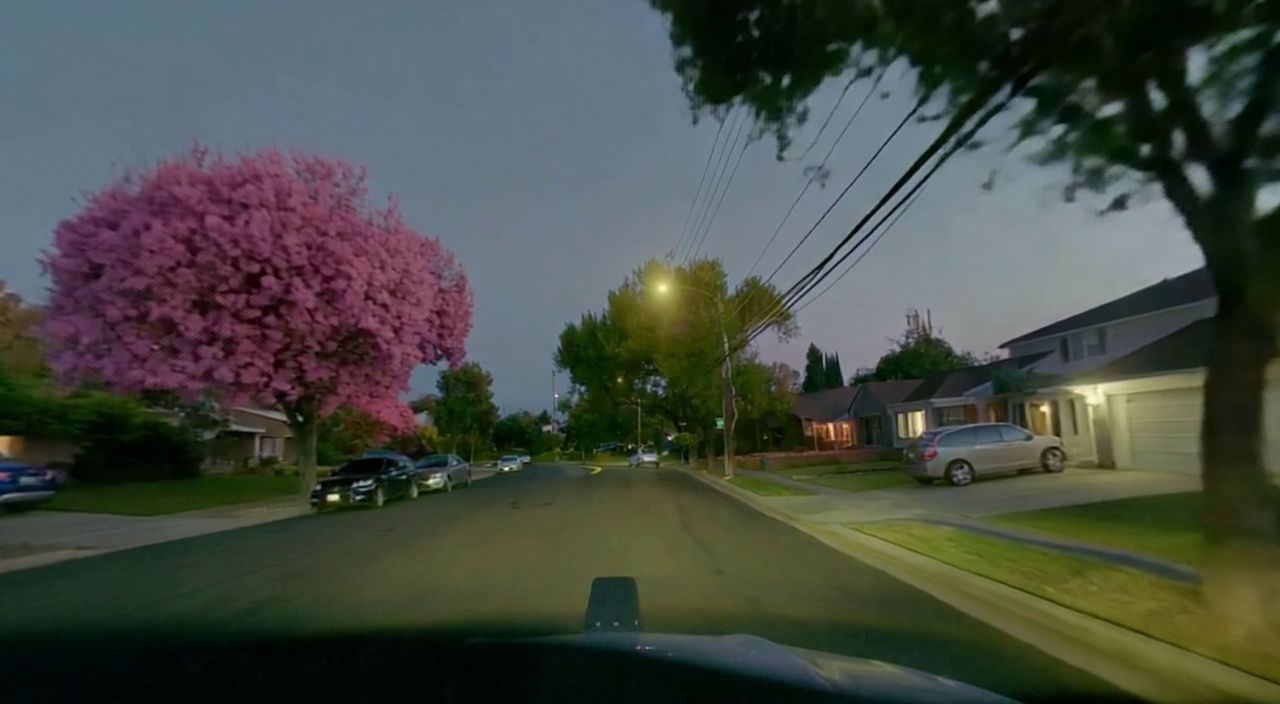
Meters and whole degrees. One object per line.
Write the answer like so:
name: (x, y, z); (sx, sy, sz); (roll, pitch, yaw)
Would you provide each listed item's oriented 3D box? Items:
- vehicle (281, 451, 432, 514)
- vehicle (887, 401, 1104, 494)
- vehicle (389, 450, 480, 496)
vehicle: (-7.625, 3.527, 17.624); (2.034, 1.493, 4.524); (0, -9, 1)
vehicle: (8.578, 2.355, 15.562); (4.025, 1.738, 1.920); (-6, -9, -1)
vehicle: (-7.362, 4.360, 23.122); (1.896, 1.484, 4.298); (0, -9, 0)
